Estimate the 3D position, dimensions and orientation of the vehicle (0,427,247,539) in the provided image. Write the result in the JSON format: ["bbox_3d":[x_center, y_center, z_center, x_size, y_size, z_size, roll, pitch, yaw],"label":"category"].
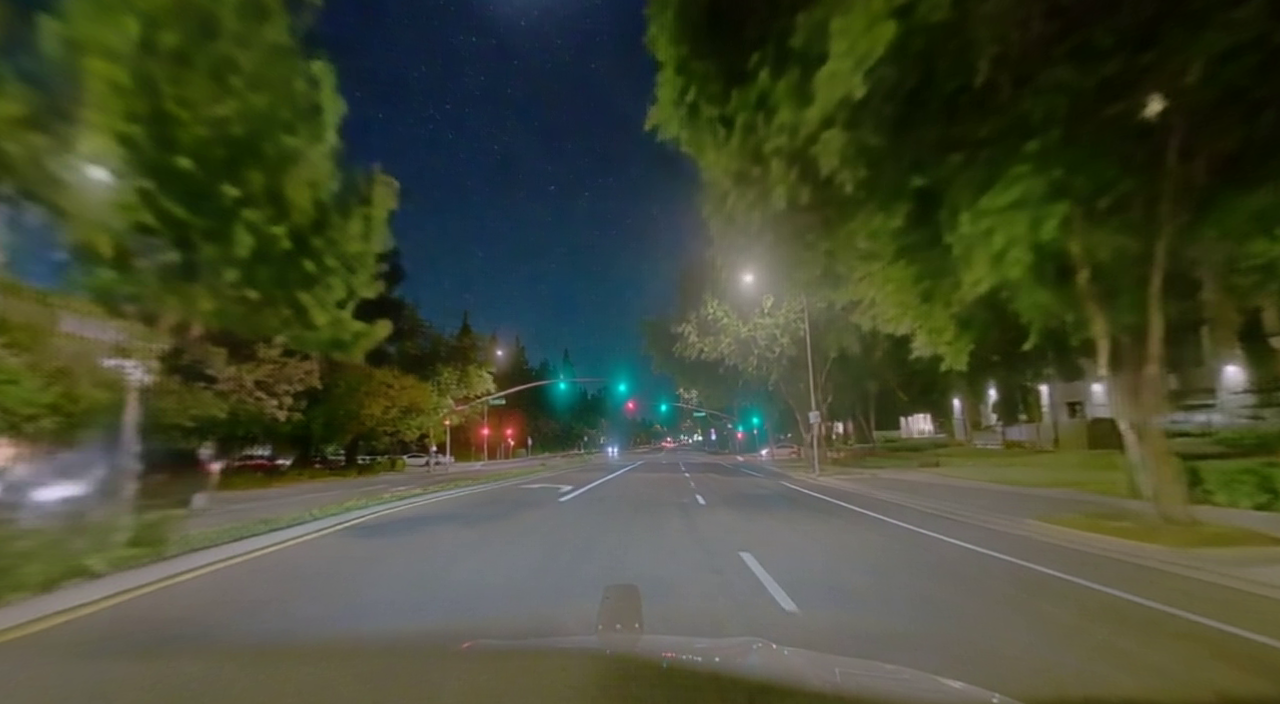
[{"bbox_3d":[-11.241,2.662,13.496,2.174,1.855,5.452,-2,-9,0],"label":"vehicle"}]
